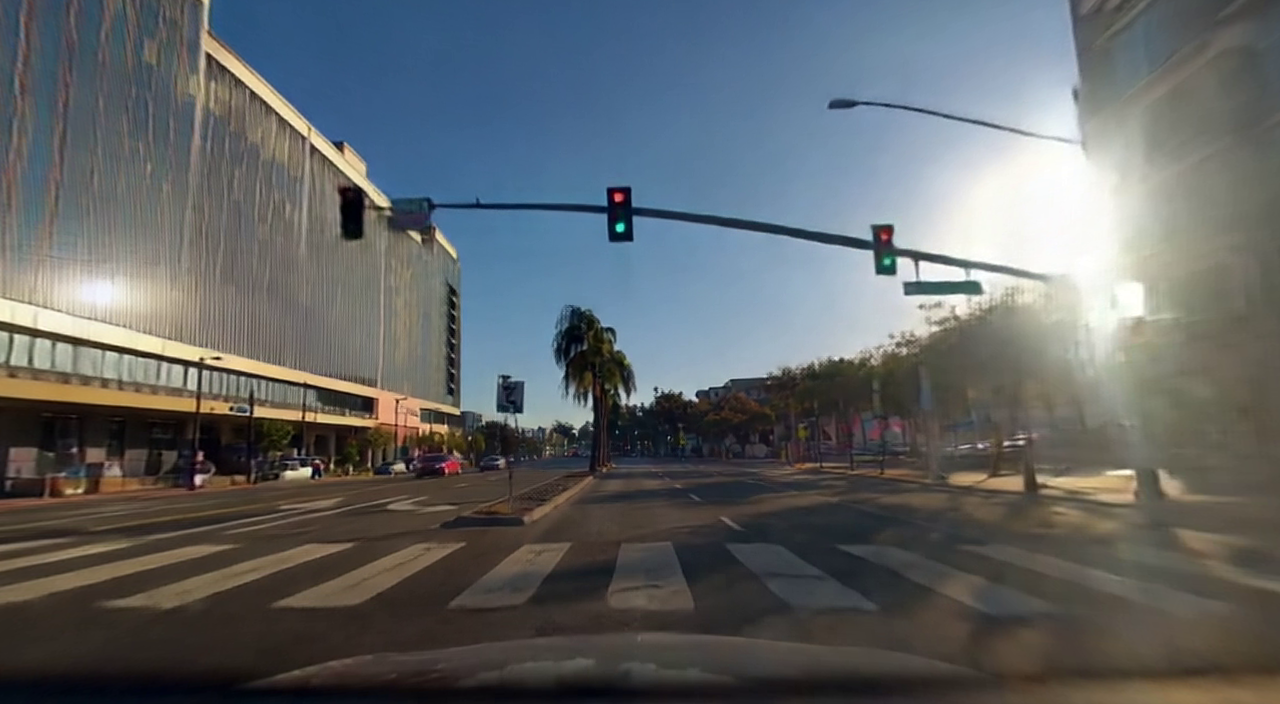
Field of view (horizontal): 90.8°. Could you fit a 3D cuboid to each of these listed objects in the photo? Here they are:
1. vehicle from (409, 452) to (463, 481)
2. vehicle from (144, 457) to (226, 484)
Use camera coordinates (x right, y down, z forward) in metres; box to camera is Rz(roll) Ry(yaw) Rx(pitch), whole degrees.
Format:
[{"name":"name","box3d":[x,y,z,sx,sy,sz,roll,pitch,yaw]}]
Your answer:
[{"name":"vehicle","box3d":[-13.022,7.310,40.606,1.923,1.641,4.551,0,-8,0]},{"name":"vehicle","box3d":[-32.246,8.399,44.848,4.245,1.642,2.013,-2,-9,-3]}]
